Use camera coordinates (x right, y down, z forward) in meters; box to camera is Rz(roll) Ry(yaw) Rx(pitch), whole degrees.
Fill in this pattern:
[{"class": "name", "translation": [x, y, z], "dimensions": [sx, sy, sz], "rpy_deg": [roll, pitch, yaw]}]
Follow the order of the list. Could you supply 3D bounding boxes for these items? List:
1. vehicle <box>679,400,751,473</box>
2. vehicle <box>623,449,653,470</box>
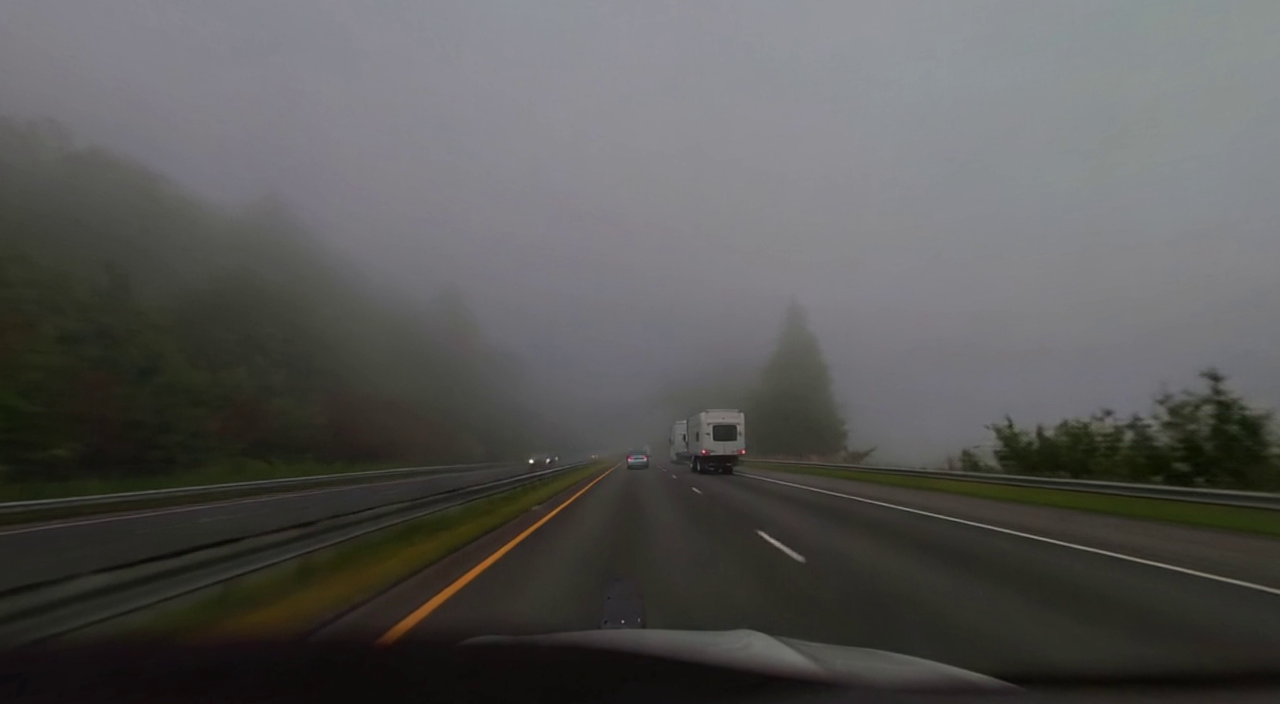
[{"class": "vehicle", "translation": [4.722, 5.945, 43.337], "dimensions": [2.939, 4.129, 14.300], "rpy_deg": [0, -9, -1]}, {"class": "vehicle", "translation": [-0.150, 7.394, 43.537], "dimensions": [1.926, 1.386, 3.615], "rpy_deg": [0, -9, 0]}]
